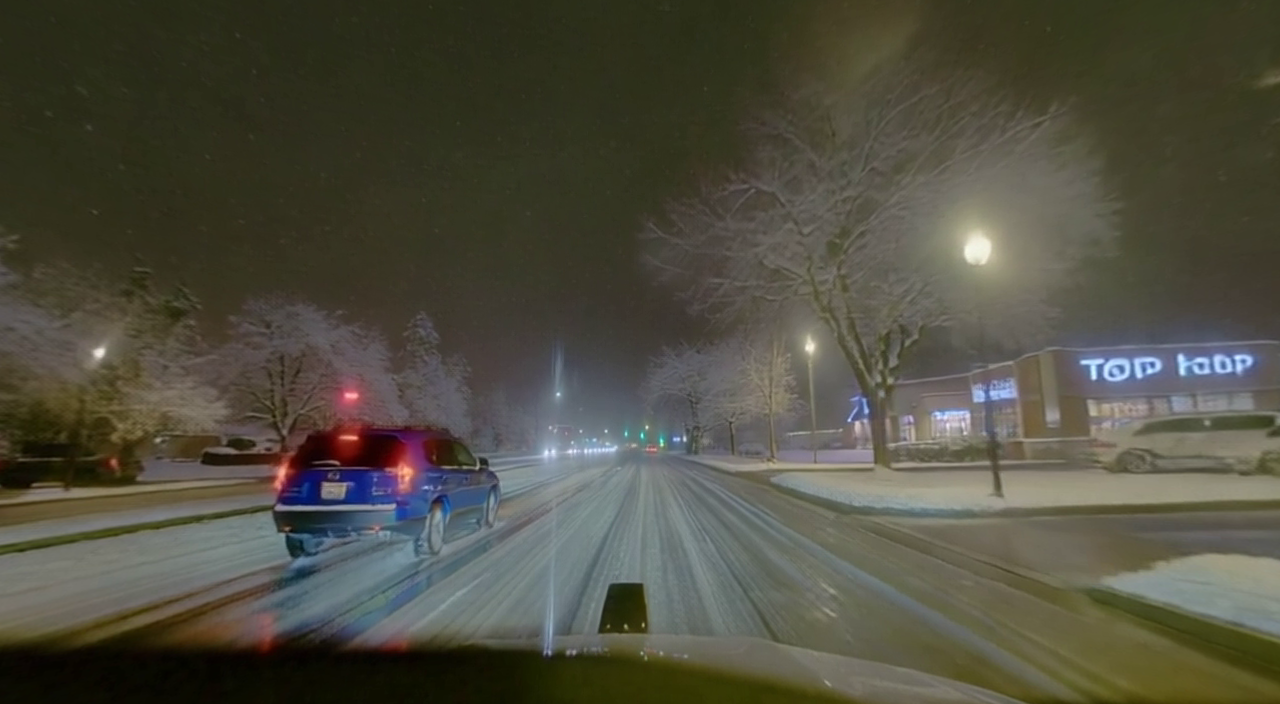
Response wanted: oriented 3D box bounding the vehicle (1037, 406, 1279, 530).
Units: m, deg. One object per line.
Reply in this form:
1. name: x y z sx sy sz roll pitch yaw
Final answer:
1. vehicle: 9.809 1.823 10.316 2.146 1.797 4.990 4 -10 -37

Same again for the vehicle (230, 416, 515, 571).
1. vehicle: -3.312 1.827 8.928 2.127 1.654 4.121 0 -8 1

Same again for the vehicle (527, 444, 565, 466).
1. vehicle: -6.771 7.406 45.658 1.990 1.483 4.410 0 -8 1

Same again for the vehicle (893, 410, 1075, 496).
1. vehicle: 9.118 2.606 16.570 4.985 1.918 2.248 6 -11 -37
